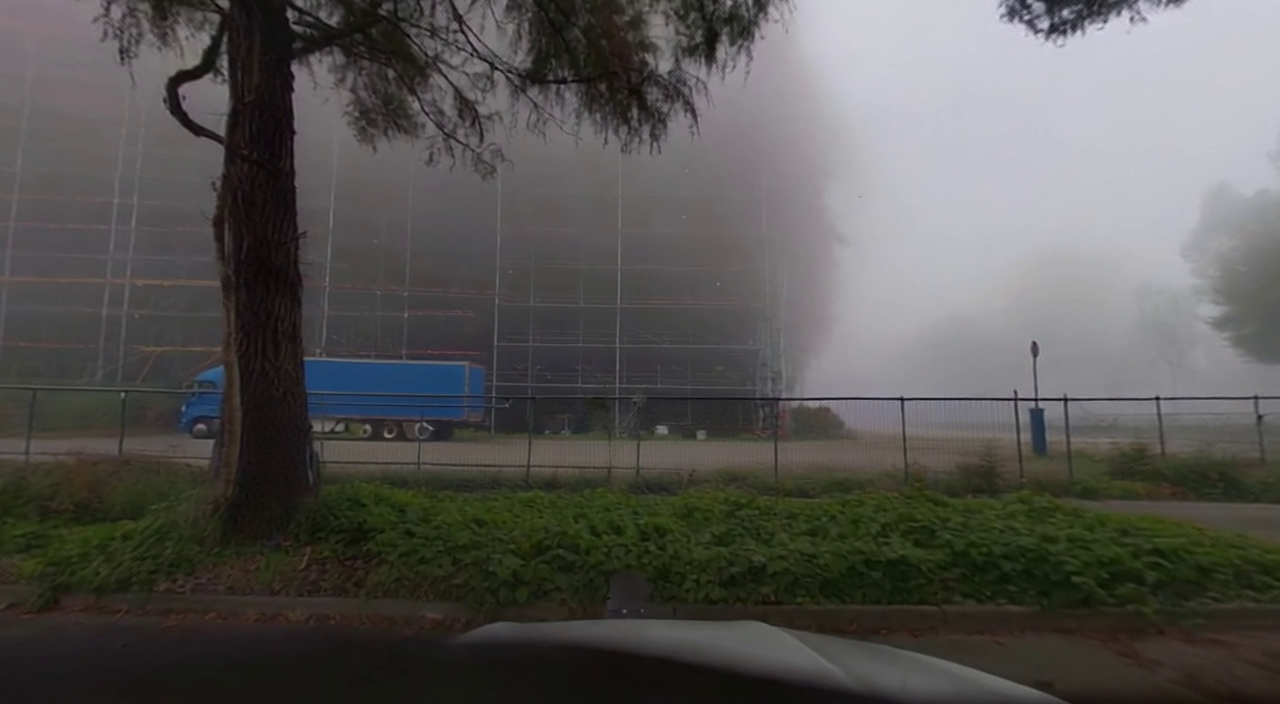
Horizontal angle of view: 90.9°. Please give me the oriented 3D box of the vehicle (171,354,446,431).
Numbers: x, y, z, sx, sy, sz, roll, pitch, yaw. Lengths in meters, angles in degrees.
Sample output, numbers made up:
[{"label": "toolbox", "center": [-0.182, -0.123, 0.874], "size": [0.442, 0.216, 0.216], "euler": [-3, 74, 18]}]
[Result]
[{"label": "vehicle", "center": [-19.199, 2.571, 37.641], "size": [14.067, 4.099, 2.832], "euler": [2, -8, -10]}]
